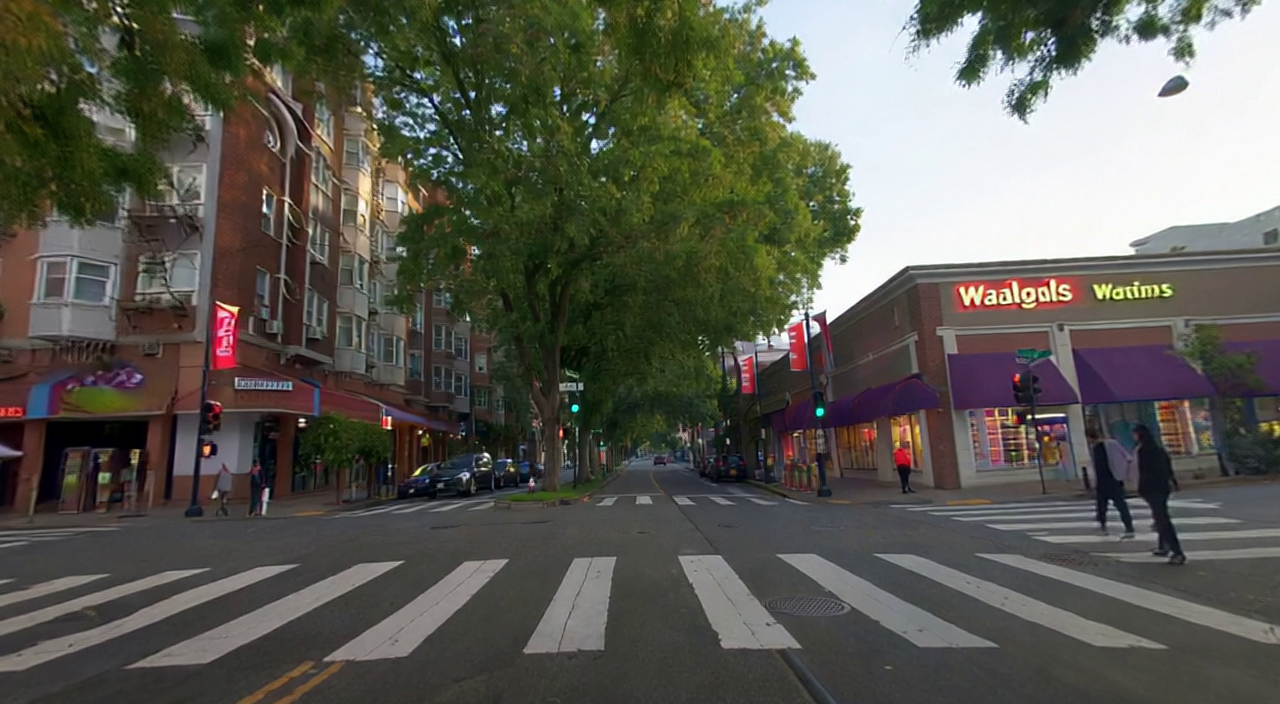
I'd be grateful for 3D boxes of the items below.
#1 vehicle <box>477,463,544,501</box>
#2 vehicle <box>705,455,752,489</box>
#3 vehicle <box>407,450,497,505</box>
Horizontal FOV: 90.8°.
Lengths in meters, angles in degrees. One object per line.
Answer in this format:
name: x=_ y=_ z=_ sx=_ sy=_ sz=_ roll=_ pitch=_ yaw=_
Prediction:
vehicle: x=-5.751 y=5.828 z=28.634 sx=1.983 sy=1.438 sz=4.559 roll=0 pitch=-8 yaw=1
vehicle: x=5.199 y=7.102 z=37.720 sx=2.010 sy=1.844 sz=4.386 roll=0 pitch=-8 yaw=-2
vehicle: x=-8.807 y=5.899 z=30.319 sx=2.489 sy=2.323 sz=5.843 roll=0 pitch=-8 yaw=1
